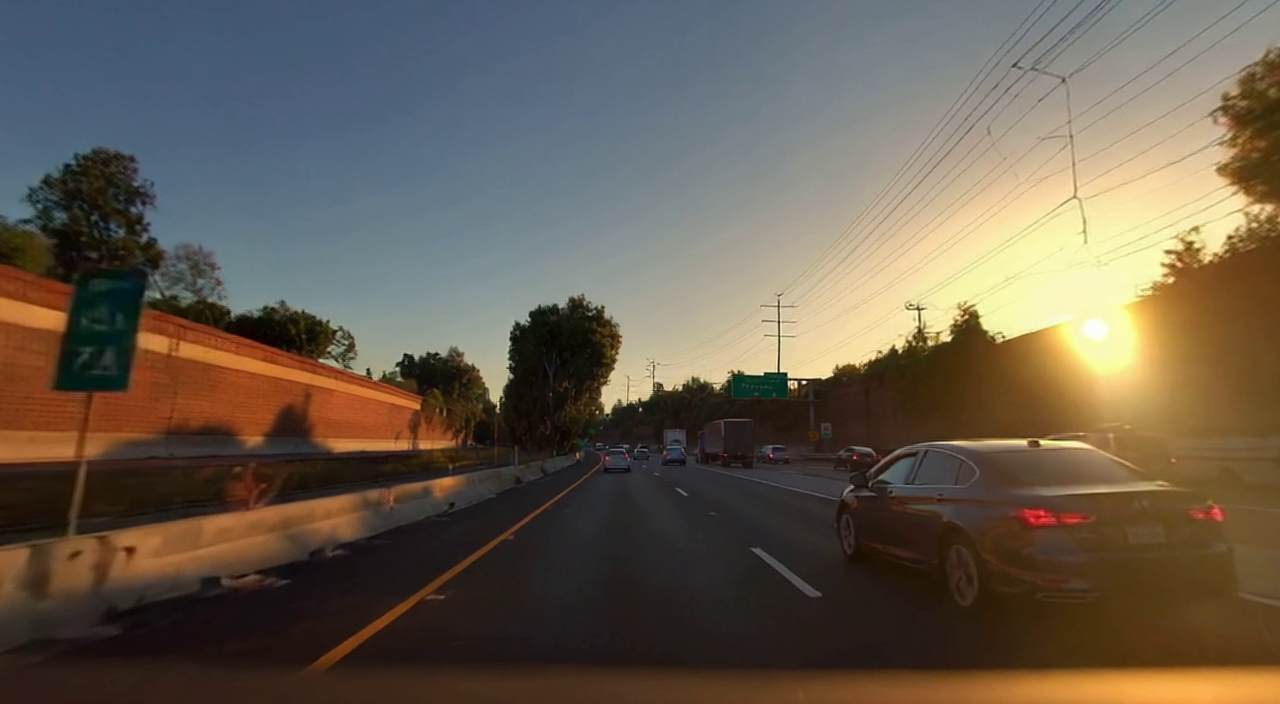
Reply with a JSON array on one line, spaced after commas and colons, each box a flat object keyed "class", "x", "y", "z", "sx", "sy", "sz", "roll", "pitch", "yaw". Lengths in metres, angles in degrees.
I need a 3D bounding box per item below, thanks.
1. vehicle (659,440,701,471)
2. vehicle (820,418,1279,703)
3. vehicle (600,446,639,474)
[{"class": "vehicle", "x": 2.494, "y": 6.589, "z": 40.489, "sx": 2.114, "sy": 1.849, "sz": 4.692, "roll": 0, "pitch": -9, "yaw": -3}, {"class": "vehicle", "x": 3.052, "y": 1.346, "z": 4.925, "sx": 1.922, "sy": 1.465, "sz": 4.165, "roll": 0, "pitch": -9, "yaw": -2}, {"class": "vehicle", "x": -1.207, "y": 6.152, "z": 36.314, "sx": 2.083, "sy": 1.477, "sz": 3.965, "roll": 0, "pitch": -9, "yaw": -3}]
